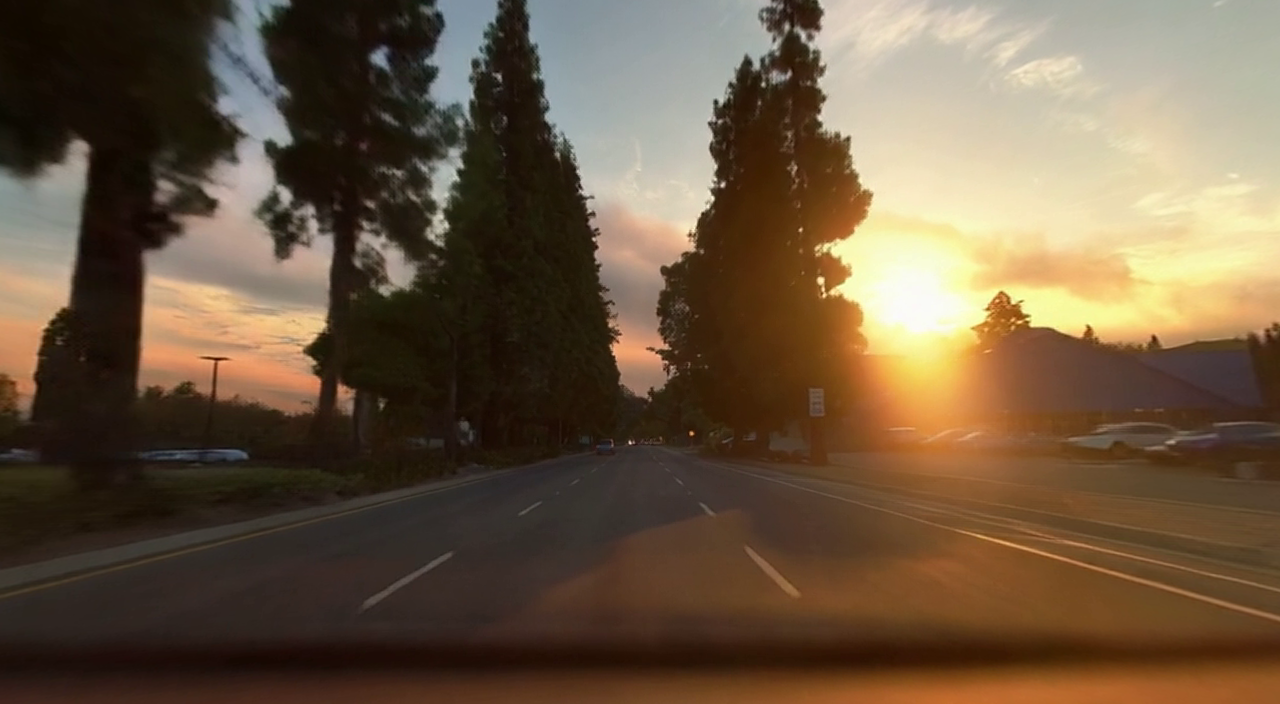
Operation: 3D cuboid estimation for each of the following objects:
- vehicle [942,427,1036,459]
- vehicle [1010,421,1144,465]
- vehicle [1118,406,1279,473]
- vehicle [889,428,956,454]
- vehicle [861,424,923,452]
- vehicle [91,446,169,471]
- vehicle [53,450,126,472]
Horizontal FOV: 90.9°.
[{"bbox_3d":[16.950,4.472,30.915,1.804,1.468,4.699,0,-8,-2],"label":"vehicle"},{"bbox_3d":[16.606,3.513,24.304,1.968,1.511,4.497,0,-8,1],"label":"vehicle"},{"bbox_3d":[16.481,2.536,18.211,2.046,1.714,4.199,-1,-8,2],"label":"vehicle"},{"bbox_3d":[17.007,5.406,38.198,1.825,1.458,4.689,0,-8,0],"label":"vehicle"},{"bbox_3d":[17.438,6.000,43.989,2.094,1.813,5.789,-1,-8,1],"label":"vehicle"},{"bbox_3d":[-37.669,7.864,46.692,1.900,1.685,4.572,0,-8,1],"label":"vehicle"},{"bbox_3d":[-40.469,8.012,46.447,1.908,1.429,3.780,-1,-8,2],"label":"vehicle"}]
